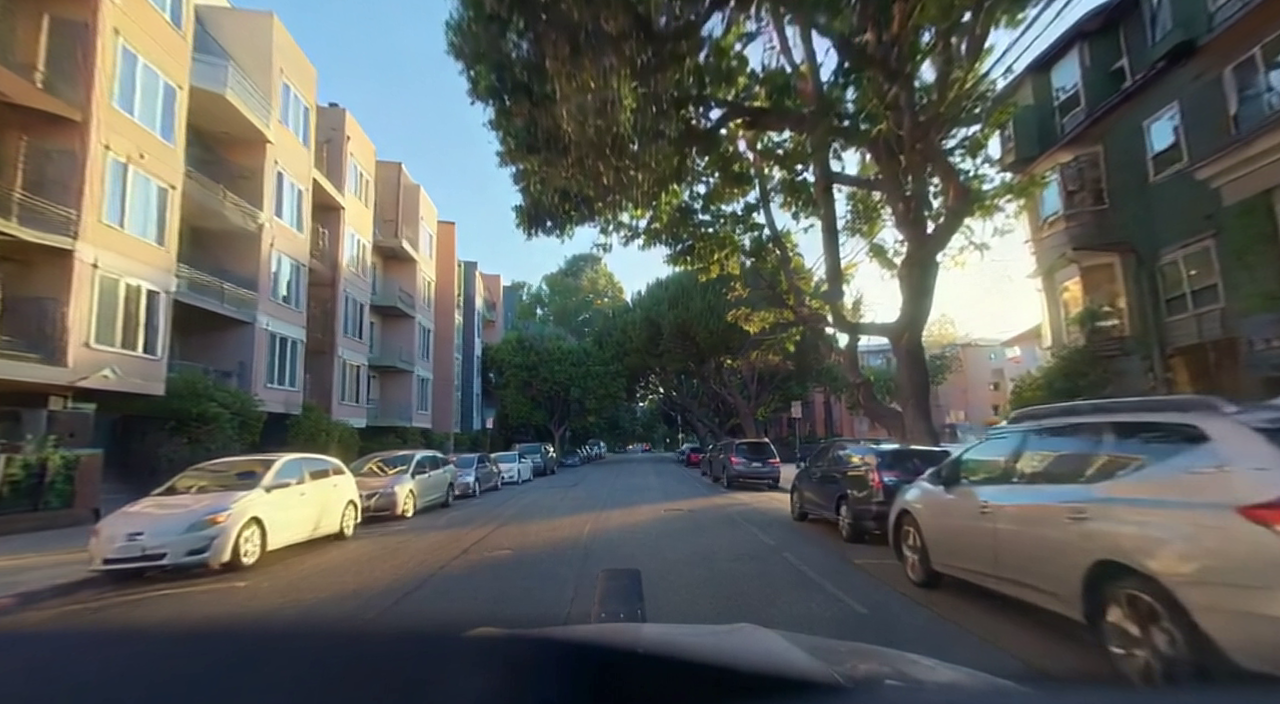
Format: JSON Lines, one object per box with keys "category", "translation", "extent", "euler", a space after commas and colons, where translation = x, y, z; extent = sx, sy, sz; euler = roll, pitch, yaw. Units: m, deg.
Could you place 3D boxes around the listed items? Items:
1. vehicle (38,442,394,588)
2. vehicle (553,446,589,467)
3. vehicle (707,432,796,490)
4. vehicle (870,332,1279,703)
{"category": "vehicle", "translation": [-5.218, 2.000, 8.711], "extent": [1.772, 1.466, 4.342], "euler": [0, -8, 2]}
{"category": "vehicle", "translation": [-5.093, 7.764, 47.211], "extent": [2.080, 1.458, 4.511], "euler": [0, -8, 1]}
{"category": "vehicle", "translation": [3.748, 3.769, 22.223], "extent": [2.082, 1.809, 4.998], "euler": [0, -8, -1]}
{"category": "vehicle", "translation": [3.639, 1.158, 4.637], "extent": [2.093, 1.801, 4.788], "euler": [2, -8, 0]}
